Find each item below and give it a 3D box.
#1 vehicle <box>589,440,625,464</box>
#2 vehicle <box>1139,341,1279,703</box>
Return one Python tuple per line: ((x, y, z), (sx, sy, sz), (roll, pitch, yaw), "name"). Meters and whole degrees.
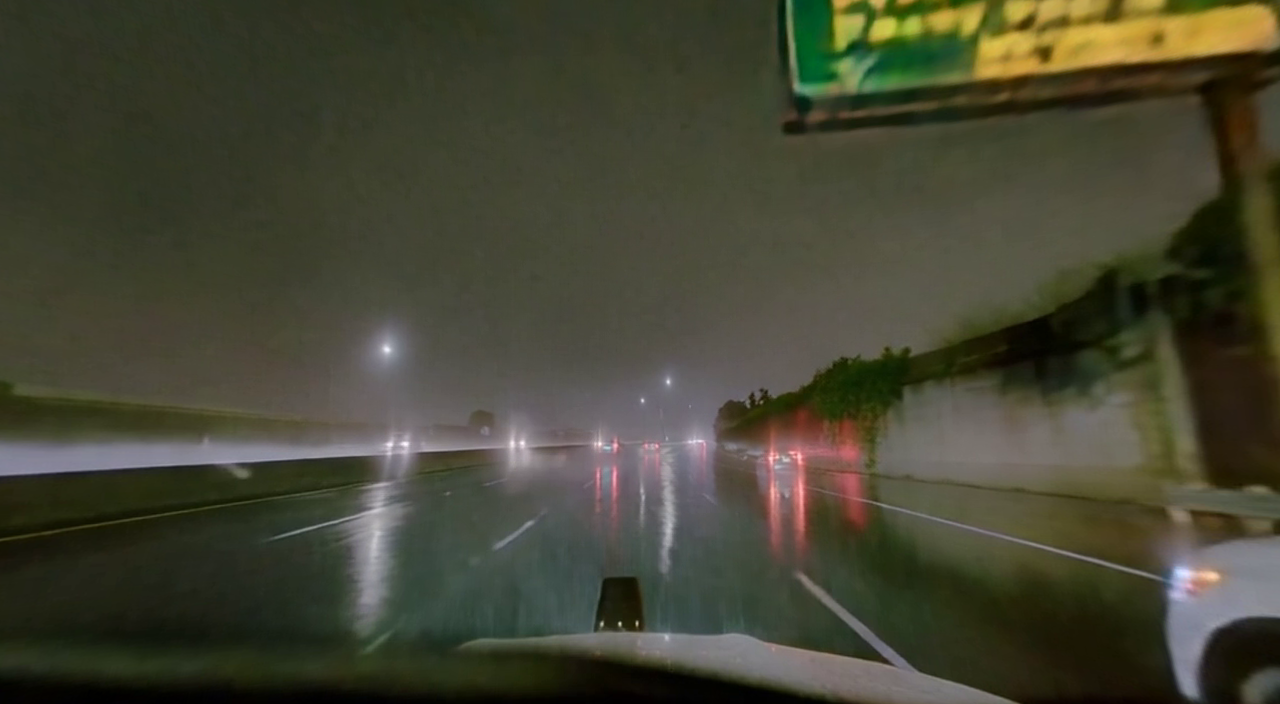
((-2.249, 7.005, 44.269), (2.088, 1.565, 4.410), (-1, -8, 3), "vehicle")
((3.672, 0.599, 1.068), (2.090, 1.715, 4.228), (0, -8, -1), "vehicle")
